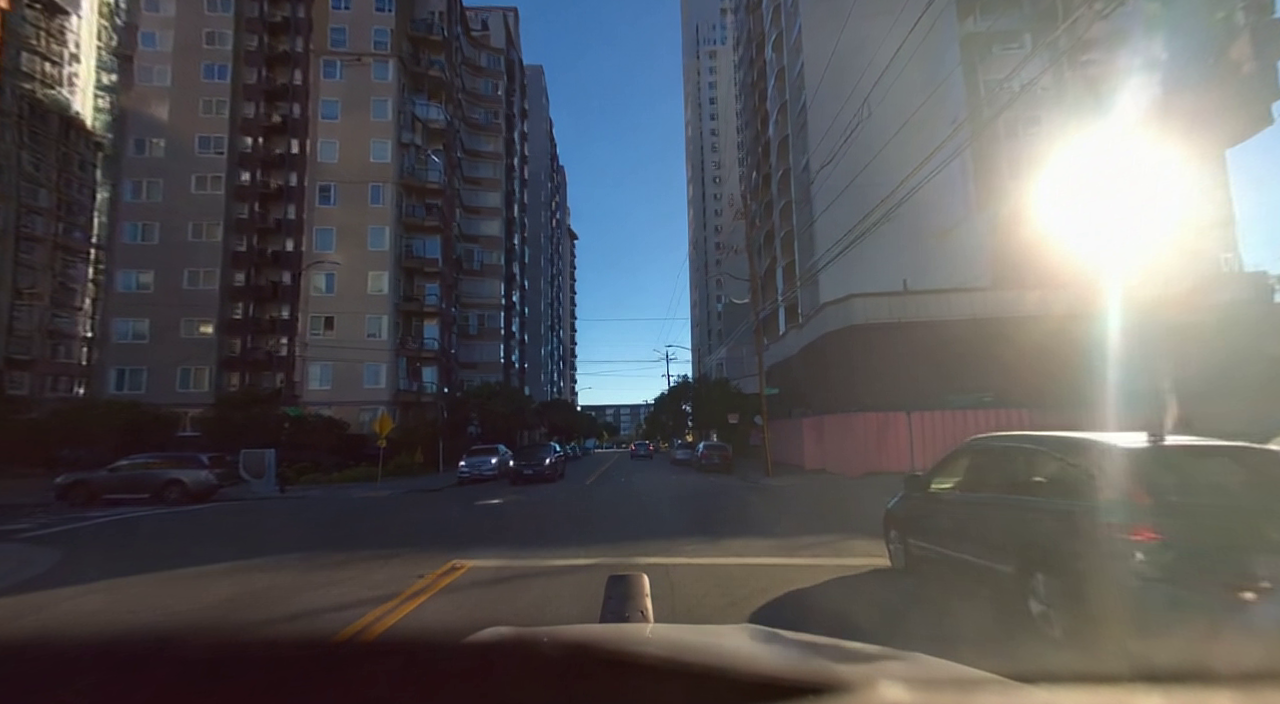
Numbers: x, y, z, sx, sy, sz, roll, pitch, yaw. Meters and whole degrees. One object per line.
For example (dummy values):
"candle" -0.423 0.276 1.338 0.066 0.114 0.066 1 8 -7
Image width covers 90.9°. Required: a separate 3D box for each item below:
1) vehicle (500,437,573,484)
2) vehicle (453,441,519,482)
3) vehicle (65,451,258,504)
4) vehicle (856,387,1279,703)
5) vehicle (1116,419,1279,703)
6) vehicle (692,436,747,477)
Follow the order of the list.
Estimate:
"vehicle" -4.295 4.574 26.893 2.201 1.801 4.750 0 -9 1
"vehicle" -7.620 5.450 31.630 2.140 1.874 4.475 0 -9 0
"vehicle" -17.254 4.522 22.940 5.354 1.773 1.991 0 -9 0
"vehicle" 3.555 1.345 5.328 1.994 1.697 4.274 0 -9 1
"vehicle" 3.373 0.769 0.797 1.888 1.495 4.567 0 -9 -1
"vehicle" 3.811 5.138 31.148 2.164 1.721 4.416 -4 -9 1
